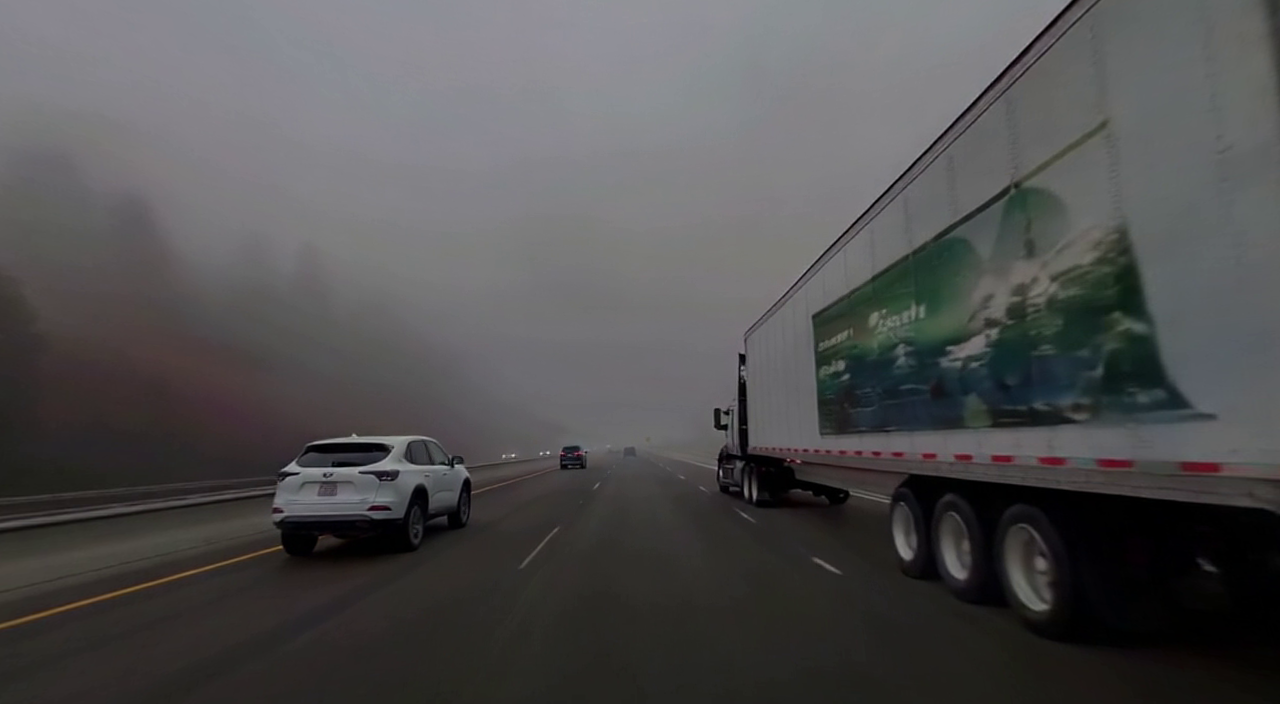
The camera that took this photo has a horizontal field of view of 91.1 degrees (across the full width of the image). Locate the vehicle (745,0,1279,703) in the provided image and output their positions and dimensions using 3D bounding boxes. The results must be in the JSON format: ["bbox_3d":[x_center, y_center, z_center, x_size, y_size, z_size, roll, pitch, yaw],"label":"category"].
[{"bbox_3d":[4.383,0.589,9.740,2.998,4.236,13.886,0,-9,-1],"label":"vehicle"}]

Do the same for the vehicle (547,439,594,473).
[{"bbox_3d":[-3.758,5.760,34.987,2.139,1.716,4.530,0,-9,0],"label":"vehicle"}]

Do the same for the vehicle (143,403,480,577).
[{"bbox_3d":[-3.960,1.769,8.816,2.202,1.760,4.617,0,-9,0],"label":"vehicle"}]
